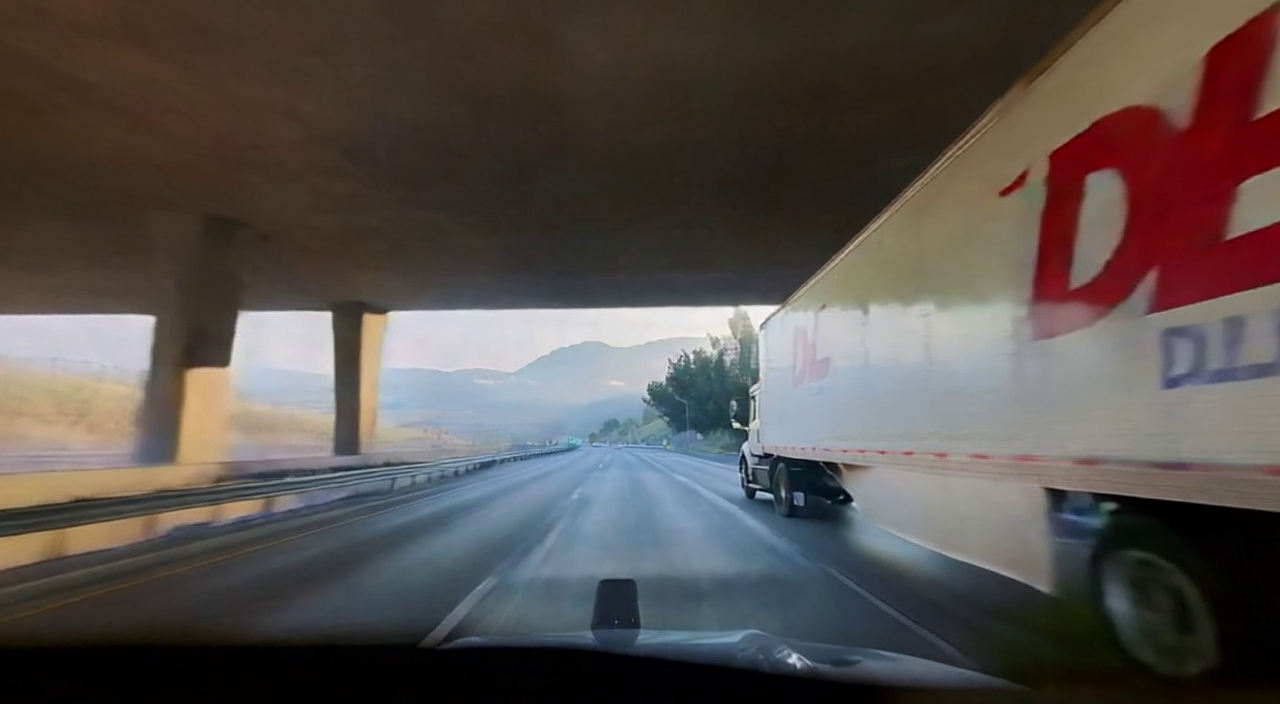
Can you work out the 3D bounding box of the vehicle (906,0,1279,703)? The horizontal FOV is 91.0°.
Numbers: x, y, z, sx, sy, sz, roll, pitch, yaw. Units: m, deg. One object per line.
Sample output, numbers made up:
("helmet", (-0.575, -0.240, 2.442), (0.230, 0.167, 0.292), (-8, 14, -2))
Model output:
("vehicle", (4.606, -0.250, 2.947), (2.880, 3.918, 8.254), (0, -8, -1))
